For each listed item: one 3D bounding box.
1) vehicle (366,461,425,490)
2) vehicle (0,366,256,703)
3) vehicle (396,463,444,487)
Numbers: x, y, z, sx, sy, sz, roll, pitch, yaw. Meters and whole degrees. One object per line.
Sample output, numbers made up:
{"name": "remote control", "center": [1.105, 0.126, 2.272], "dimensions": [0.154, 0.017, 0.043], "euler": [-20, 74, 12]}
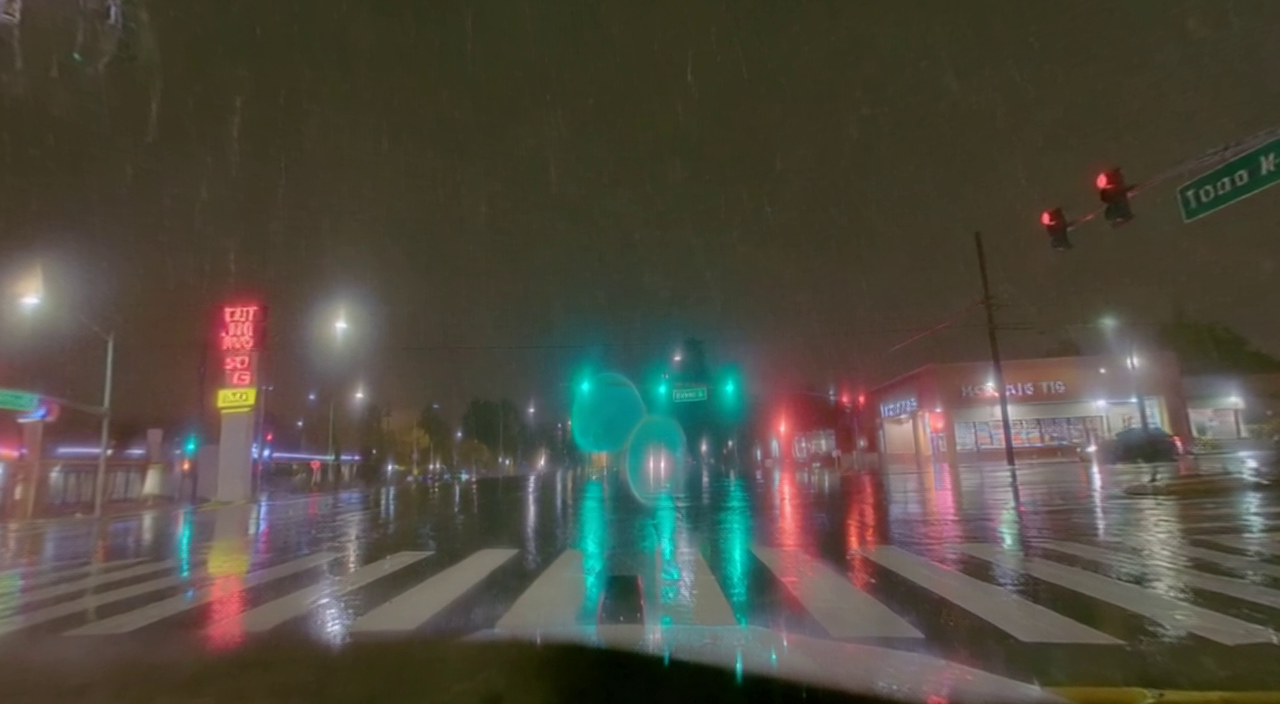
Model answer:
{"name": "vehicle", "center": [-19.216, 9.703, 49.785], "dimensions": [2.227, 2.033, 5.614], "euler": [0, -9, 2]}
{"name": "vehicle", "center": [-3.413, 0.747, 1.413], "dimensions": [2.081, 1.644, 4.523], "euler": [0, -9, 2]}
{"name": "vehicle", "center": [-15.755, 8.833, 45.406], "dimensions": [1.931, 1.471, 4.152], "euler": [0, -9, 0]}
